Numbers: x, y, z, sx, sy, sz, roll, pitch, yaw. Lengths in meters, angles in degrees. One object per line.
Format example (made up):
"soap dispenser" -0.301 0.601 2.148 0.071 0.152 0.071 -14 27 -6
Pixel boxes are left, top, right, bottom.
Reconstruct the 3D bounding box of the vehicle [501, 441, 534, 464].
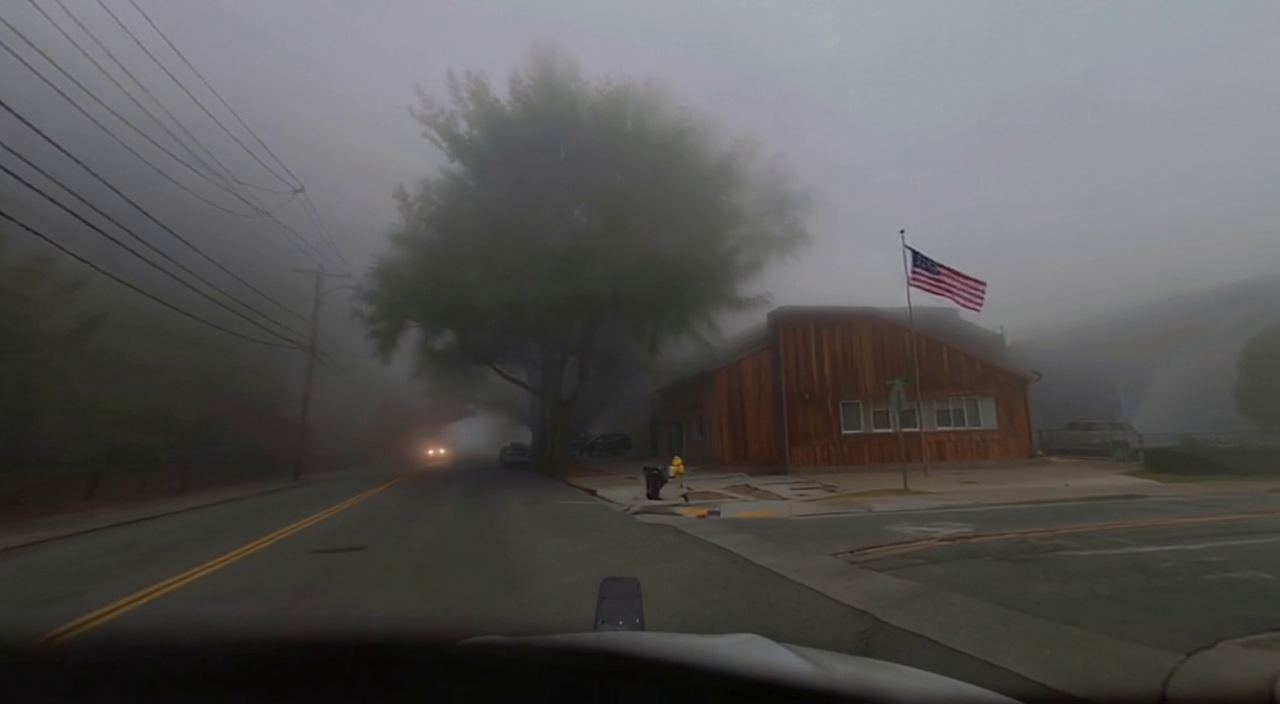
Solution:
"vehicle" -8.409 6.835 43.146 1.941 1.460 4.206 2 -9 -14
